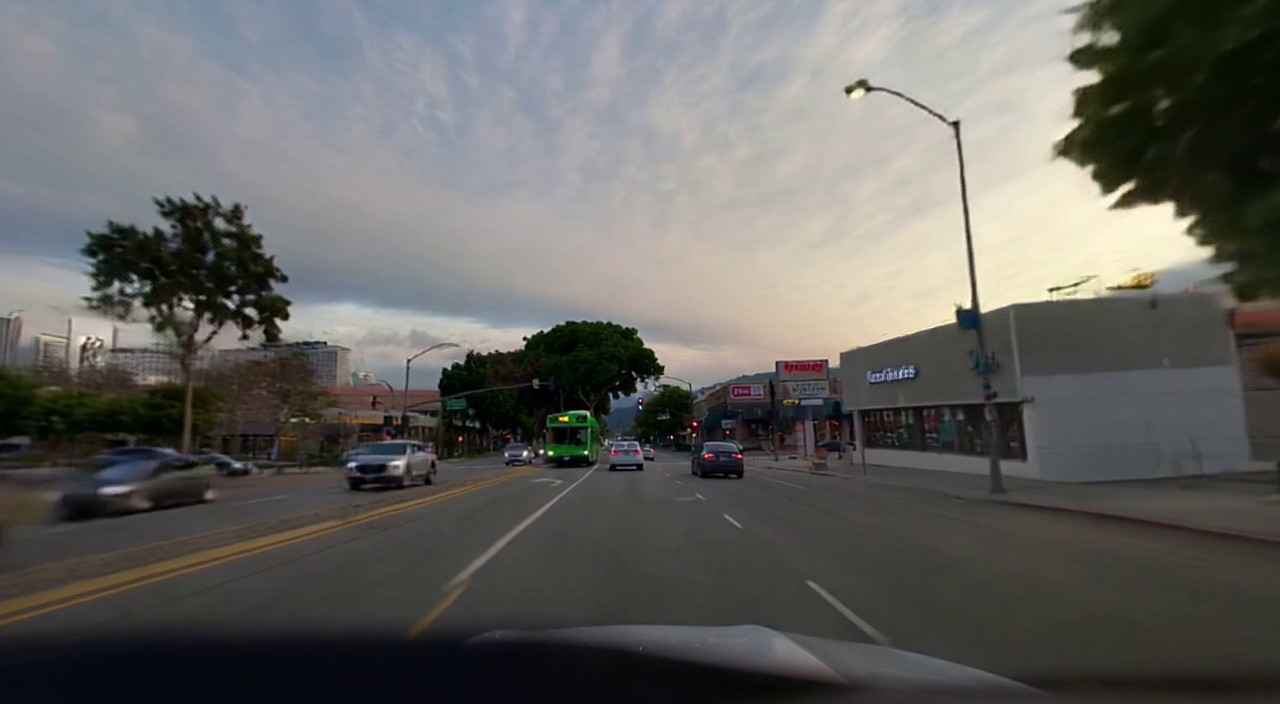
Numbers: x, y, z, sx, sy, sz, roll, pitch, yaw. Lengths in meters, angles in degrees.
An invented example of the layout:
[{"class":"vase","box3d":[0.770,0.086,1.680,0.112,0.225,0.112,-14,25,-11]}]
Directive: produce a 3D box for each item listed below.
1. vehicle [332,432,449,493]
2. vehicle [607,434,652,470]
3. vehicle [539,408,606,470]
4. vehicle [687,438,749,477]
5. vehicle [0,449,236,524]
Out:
[{"class":"vehicle","box3d":[-8.411,3.745,21.855,2.154,1.832,4.820,0,-8,-1]},{"class":"vehicle","box3d":[-0.625,5.447,34.596,2.301,1.837,4.411,0,-8,-2]},{"class":"vehicle","box3d":[-3.887,5.547,40.072,3.018,3.217,13.998,0,-8,-1]},{"class":"vehicle","box3d":[3.267,4.506,27.280,2.046,1.540,3.883,0,-8,-2]},{"class":"vehicle","box3d":[-12.146,3.086,15.098,1.877,1.431,4.621,0,-8,-1]}]
